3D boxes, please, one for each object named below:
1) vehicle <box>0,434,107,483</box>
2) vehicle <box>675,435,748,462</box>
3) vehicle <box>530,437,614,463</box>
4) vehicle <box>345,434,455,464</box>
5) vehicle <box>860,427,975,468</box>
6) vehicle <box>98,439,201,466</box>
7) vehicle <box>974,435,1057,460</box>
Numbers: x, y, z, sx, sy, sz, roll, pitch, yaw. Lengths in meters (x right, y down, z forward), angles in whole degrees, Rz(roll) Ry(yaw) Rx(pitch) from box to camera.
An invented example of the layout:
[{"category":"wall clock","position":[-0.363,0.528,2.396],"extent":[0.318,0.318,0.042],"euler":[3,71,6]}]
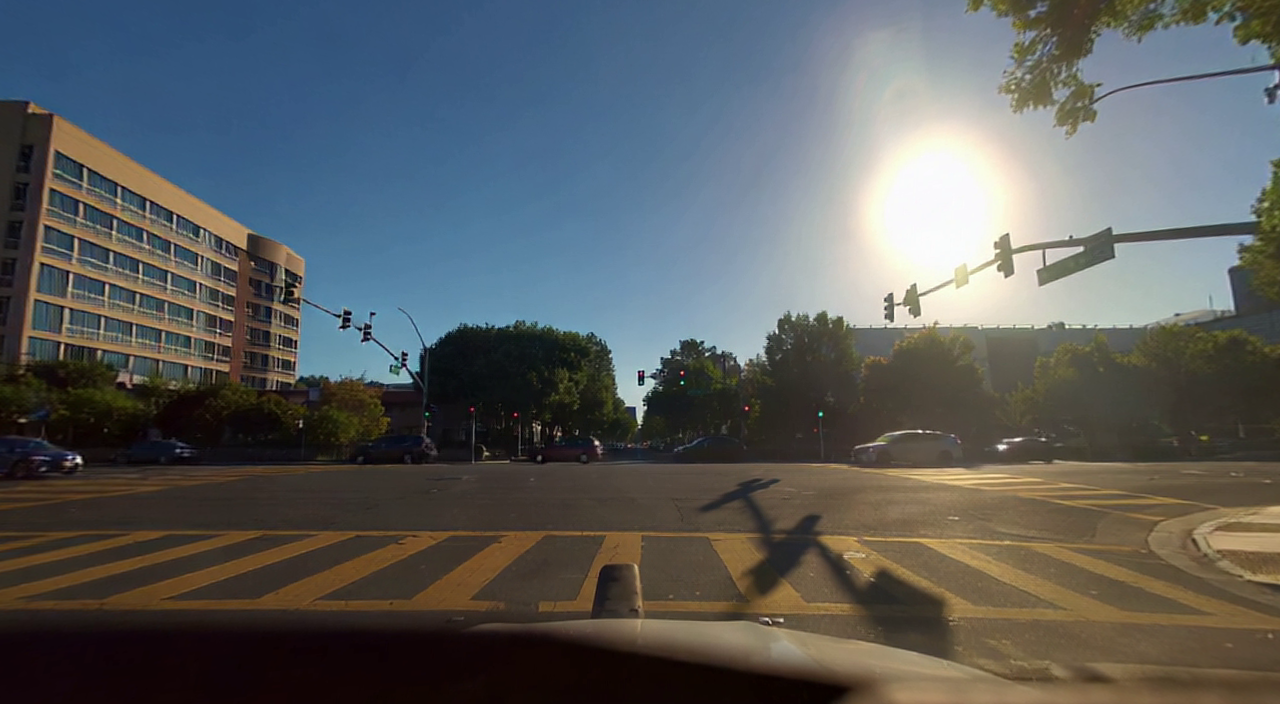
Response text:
[{"category":"vehicle","position":[-21.956,3.715,22.154],"extent":[4.624,1.593,2.018],"euler":[0,-9,0]},{"category":"vehicle","position":[4.584,6.238,41.020],"extent":[4.488,1.667,1.869],"euler":[-1,-9,1]},{"category":"vehicle","position":[-3.969,5.777,37.264],"extent":[4.724,1.452,1.870],"euler":[0,-9,1]},{"category":"vehicle","position":[-15.276,6.190,40.421],"extent":[6.133,1.833,2.155],"euler":[-1,-9,1]},{"category":"vehicle","position":[13.035,4.486,29.777],"extent":[4.662,1.764,2.064],"euler":[2,-9,-18]},{"category":"vehicle","position":[-28.687,5.872,37.017],"extent":[4.519,1.476,1.767],"euler":[0,-9,0]},{"category":"vehicle","position":[23.887,6.078,40.289],"extent":[4.100,1.509,1.853],"euler":[0,-9,0]}]
